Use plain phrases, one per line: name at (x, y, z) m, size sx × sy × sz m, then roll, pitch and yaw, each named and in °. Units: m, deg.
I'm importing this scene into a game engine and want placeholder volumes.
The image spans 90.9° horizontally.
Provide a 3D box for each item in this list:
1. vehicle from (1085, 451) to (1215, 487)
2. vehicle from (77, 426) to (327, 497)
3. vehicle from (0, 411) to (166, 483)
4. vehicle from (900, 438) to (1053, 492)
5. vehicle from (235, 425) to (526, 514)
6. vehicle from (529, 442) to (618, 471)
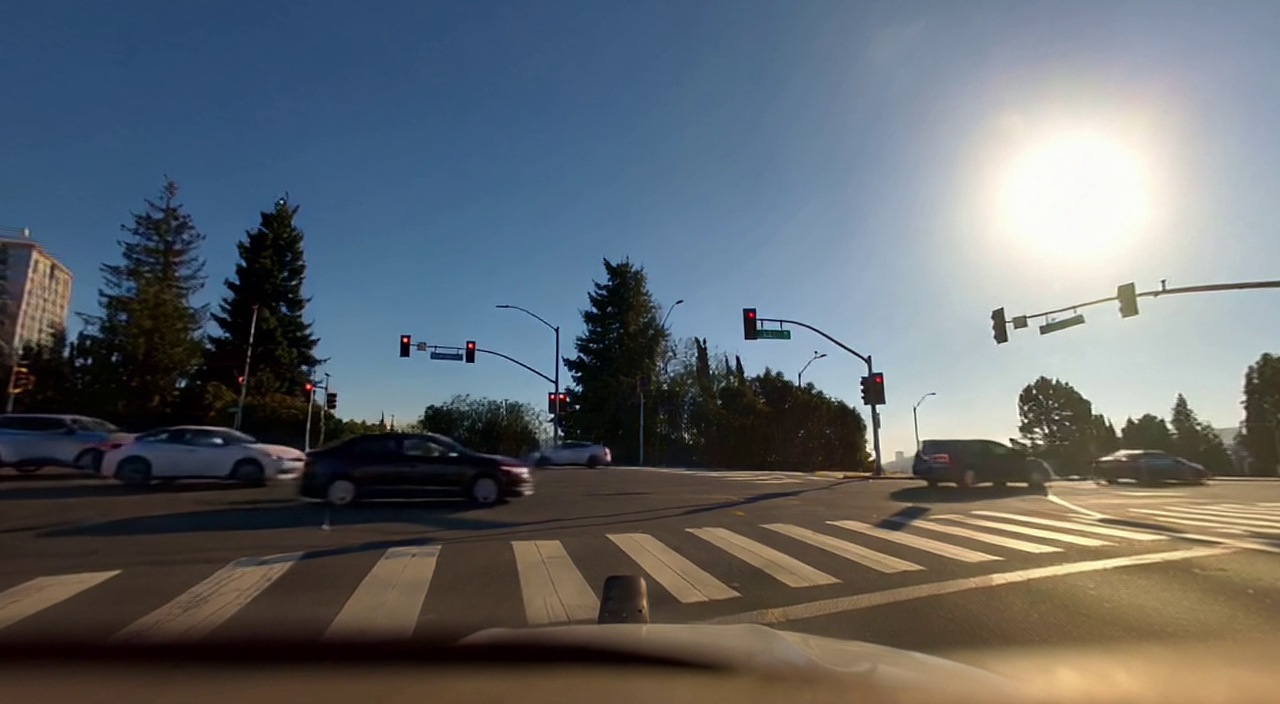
vehicle at (23.399, 5.340, 28.953) m, size 5.203 × 1.488 × 1.907 m, roll 2°, pitch -9°, yaw -17°
vehicle at (-10.145, 2.562, 15.079) m, size 4.475 × 1.496 × 1.861 m, roll 3°, pitch -9°, yaw -18°
vehicle at (-16.023, 2.545, 16.975) m, size 4.708 × 1.810 × 1.986 m, roll 3°, pitch -9°, yaw -19°
vehicle at (11.673, 3.864, 21.942) m, size 4.626 × 1.710 × 1.891 m, roll 2°, pitch -9°, yaw -17°
vehicle at (-4.891, 2.264, 12.565) m, size 4.952 × 1.511 × 1.855 m, roll 2°, pitch -9°, yaw -17°
vehicle at (-3.571, 5.547, 33.777) m, size 4.431 × 1.464 × 1.812 m, roll 3°, pitch -9°, yaw -19°
